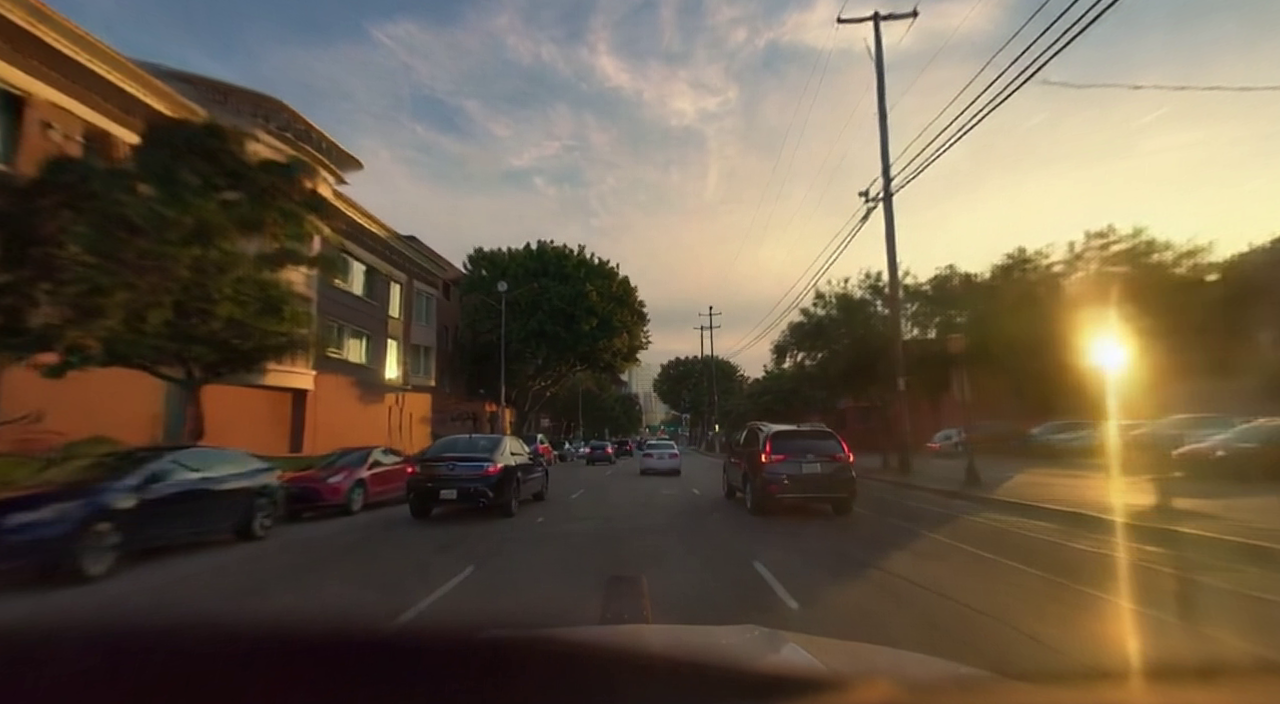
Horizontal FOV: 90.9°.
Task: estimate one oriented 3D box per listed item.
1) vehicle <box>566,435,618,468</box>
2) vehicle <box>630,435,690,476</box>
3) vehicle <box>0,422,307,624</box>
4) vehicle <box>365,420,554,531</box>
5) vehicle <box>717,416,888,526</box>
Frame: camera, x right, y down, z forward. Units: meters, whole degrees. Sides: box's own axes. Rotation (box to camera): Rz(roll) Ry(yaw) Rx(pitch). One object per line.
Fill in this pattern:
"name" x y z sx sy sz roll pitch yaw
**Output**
"vehicle" -2.305 4.893 31.421 2.019 1.507 4.643 0 -8 2
"vehicle" 0.741 3.988 24.656 2.139 1.466 4.373 0 -8 1
"vehicle" -5.798 1.593 6.981 1.869 1.516 4.351 0 -8 0
"vehicle" -2.941 2.087 11.318 2.085 1.619 3.976 0 -8 2
"vehicle" 2.805 2.152 12.080 2.094 1.709 4.394 0 -8 0
